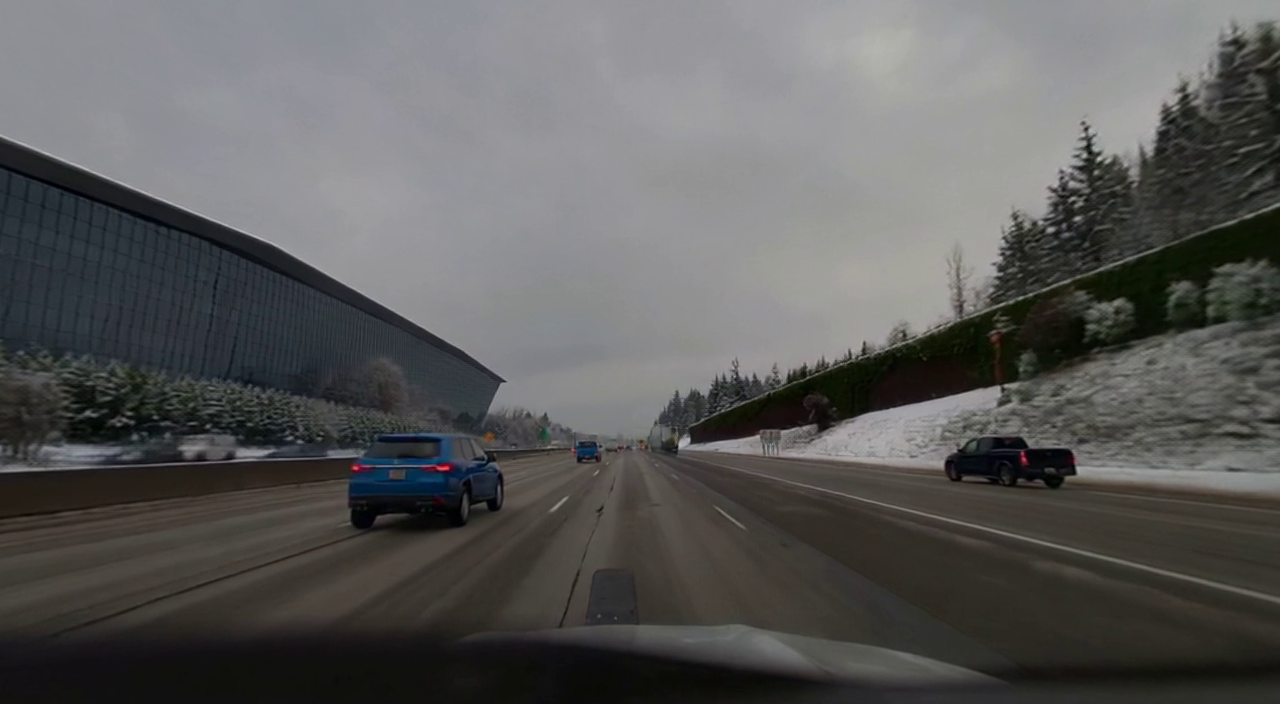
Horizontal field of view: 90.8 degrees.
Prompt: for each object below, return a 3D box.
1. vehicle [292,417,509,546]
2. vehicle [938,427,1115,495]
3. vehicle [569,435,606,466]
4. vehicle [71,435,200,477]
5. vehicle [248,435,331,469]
[{"bbox_3d":[-3.658,2.073,10.659,2.039,1.710,4.237,0,-9,-1],"label":"vehicle"},{"bbox_3d":[11.462,3.280,19.324,2.089,1.787,5.080,0,-9,-2],"label":"vehicle"},{"bbox_3d":[-3.643,7.020,45.101,2.284,2.022,5.752,0,-9,-1],"label":"vehicle"},{"bbox_3d":[-29.973,6.214,37.892,2.591,2.321,6.155,0,-9,0],"label":"vehicle"},{"bbox_3d":[-23.836,6.826,43.276,2.295,2.156,5.710,0,-9,0],"label":"vehicle"}]
